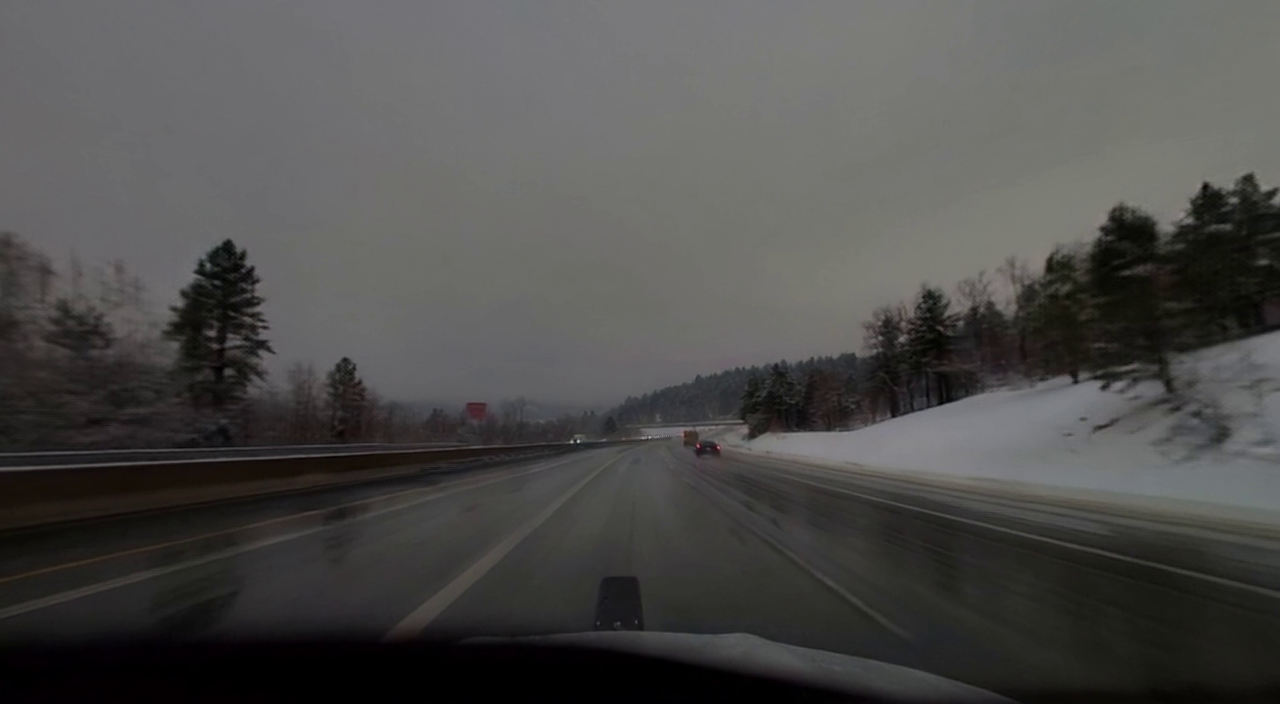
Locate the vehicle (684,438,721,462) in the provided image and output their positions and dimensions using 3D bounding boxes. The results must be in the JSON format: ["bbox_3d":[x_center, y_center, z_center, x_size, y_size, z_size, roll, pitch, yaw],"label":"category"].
[{"bbox_3d":[4.003,6.353,40.975,1.943,1.490,4.246,0,-8,0],"label":"vehicle"}]
